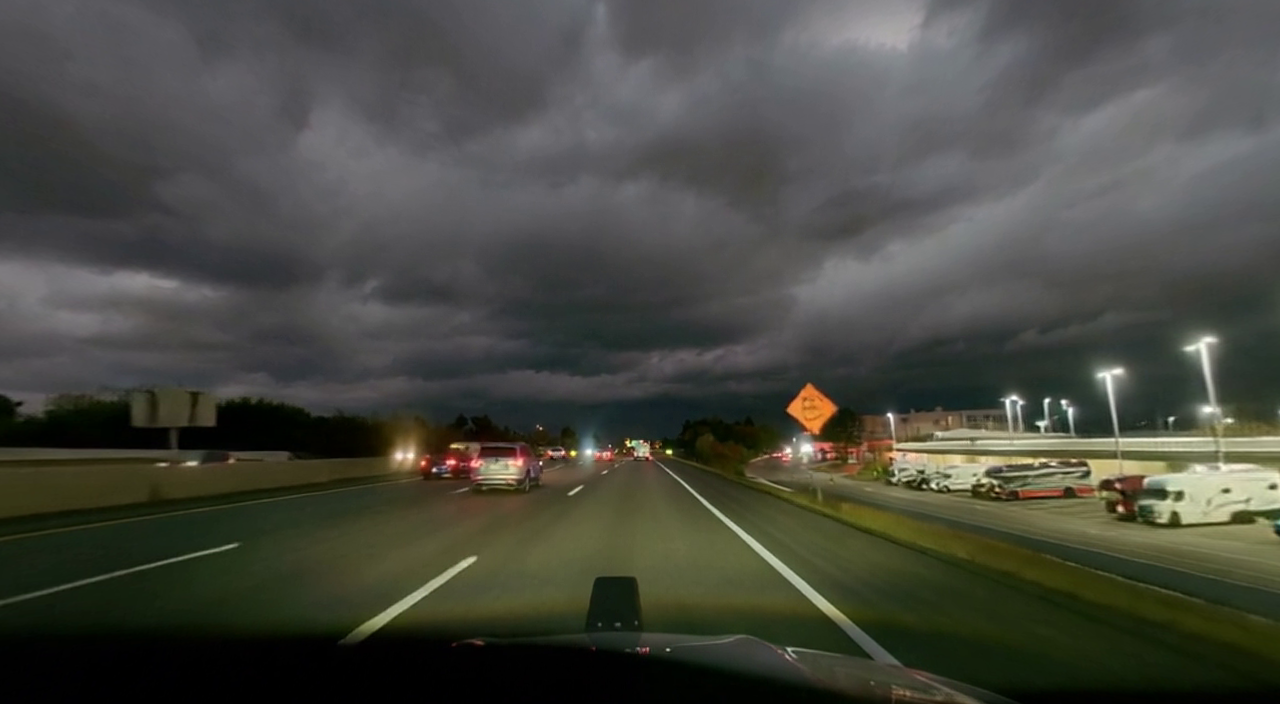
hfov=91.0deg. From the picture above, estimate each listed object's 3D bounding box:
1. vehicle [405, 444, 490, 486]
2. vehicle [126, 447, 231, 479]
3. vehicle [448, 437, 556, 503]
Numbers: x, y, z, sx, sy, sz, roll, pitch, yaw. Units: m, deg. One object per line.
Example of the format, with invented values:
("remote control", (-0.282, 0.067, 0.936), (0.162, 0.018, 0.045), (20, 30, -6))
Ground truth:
("vehicle", (-7.635, 4.502, 25.456), (1.991, 1.538, 4.360), (0, -9, 1))
("vehicle", (-29.250, 7.031, 40.199), (2.215, 1.881, 5.812), (0, -9, 1))
("vehicle", (-3.840, 3.352, 18.338), (2.070, 1.665, 4.213), (0, -9, 1))
